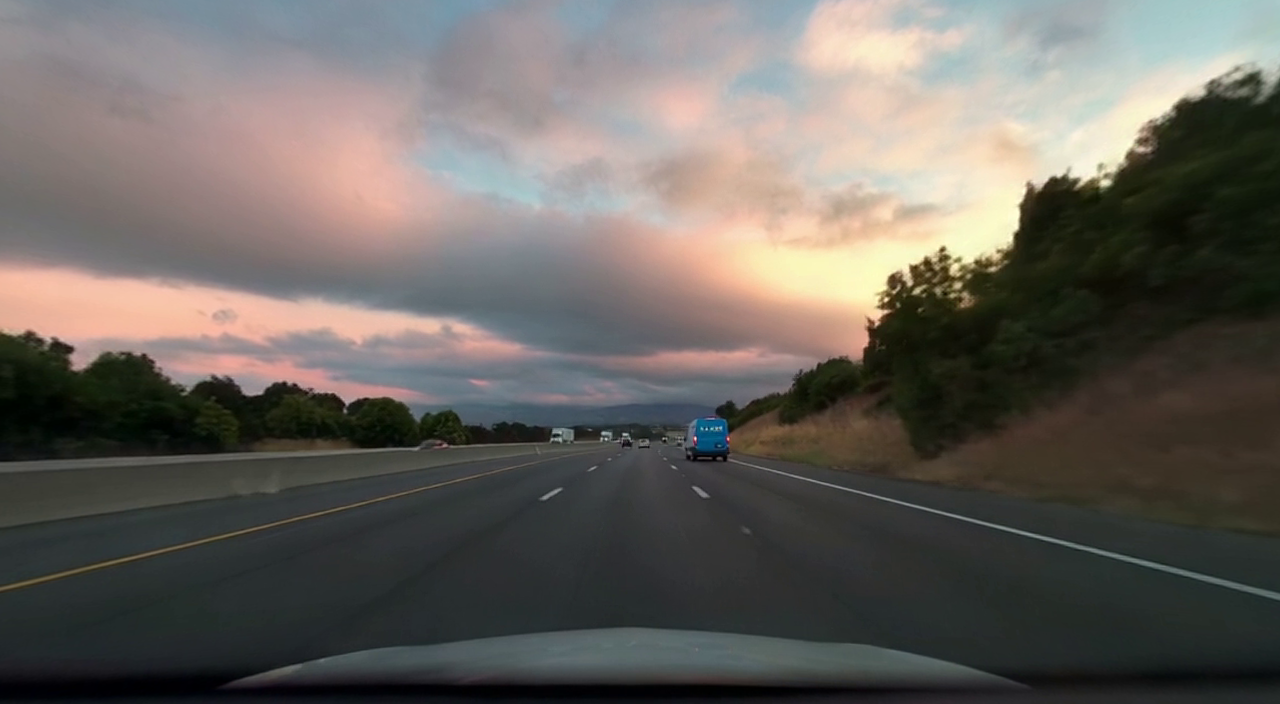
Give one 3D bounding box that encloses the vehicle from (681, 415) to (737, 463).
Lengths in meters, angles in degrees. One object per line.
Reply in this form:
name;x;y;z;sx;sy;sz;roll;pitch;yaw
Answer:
vehicle;3.899;5.096;36.794;2.485;2.562;5.535;0;-8;-1
